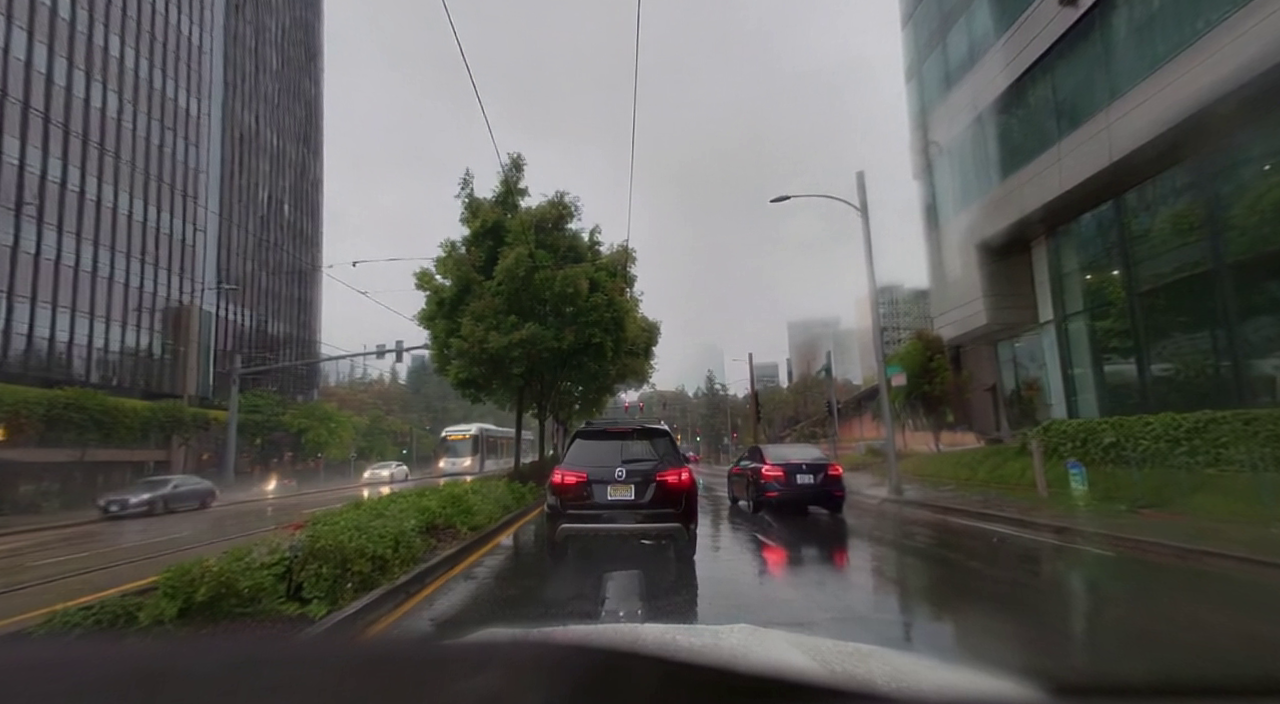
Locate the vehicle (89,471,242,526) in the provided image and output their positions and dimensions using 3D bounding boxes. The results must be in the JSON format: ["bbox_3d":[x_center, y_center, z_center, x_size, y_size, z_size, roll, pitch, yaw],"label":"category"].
[{"bbox_3d":[-15.308,4.724,20.749,1.798,1.409,4.239,0,-8,-1],"label":"vehicle"}]

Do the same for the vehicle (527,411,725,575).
[{"bbox_3d":[-0.248,1.869,9.164,2.178,1.779,4.255,0,-8,-3],"label":"vehicle"}]

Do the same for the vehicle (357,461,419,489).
[{"bbox_3d":[-15.565,7.605,39.308,2.077,1.458,4.718,0,-8,-3],"label":"vehicle"}]

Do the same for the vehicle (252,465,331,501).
[{"bbox_3d":[-19.678,7.385,35.891,2.066,1.700,4.536,0,-9,-3],"label":"vehicle"}]

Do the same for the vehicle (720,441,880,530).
[{"bbox_3d":[3.000,2.592,12.953,1.993,1.480,4.324,0,-8,-2],"label":"vehicle"}]
